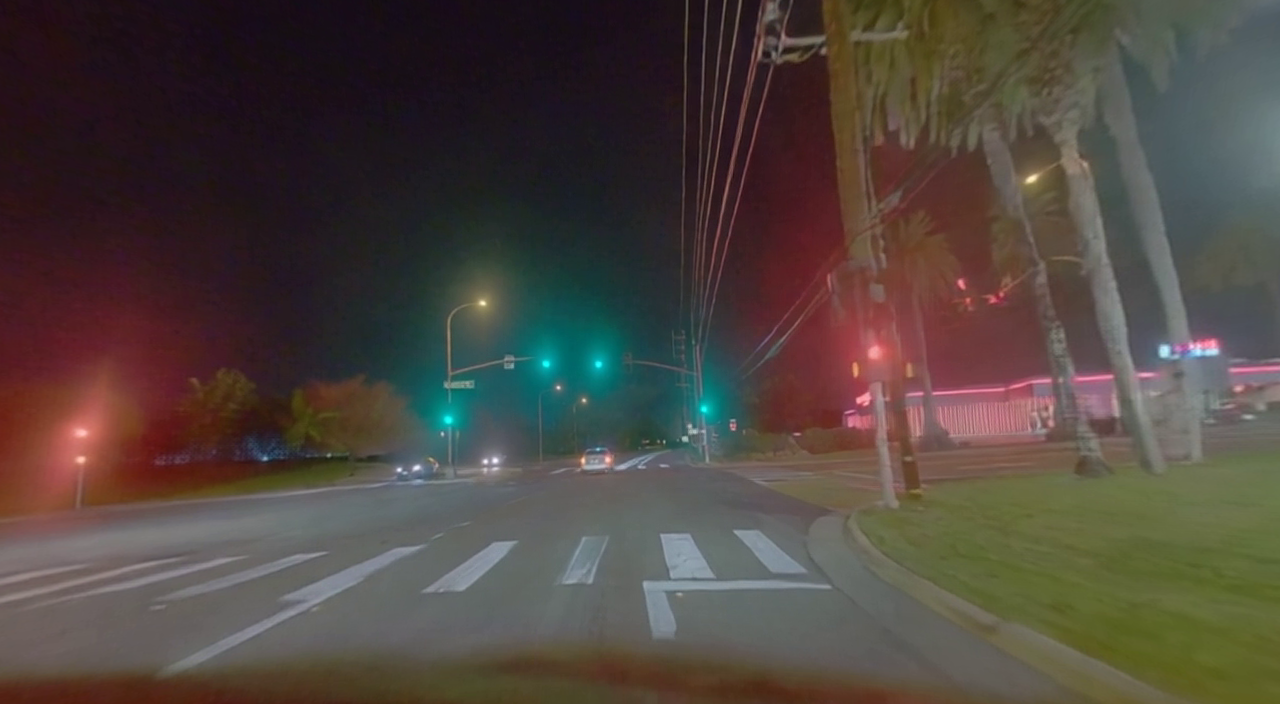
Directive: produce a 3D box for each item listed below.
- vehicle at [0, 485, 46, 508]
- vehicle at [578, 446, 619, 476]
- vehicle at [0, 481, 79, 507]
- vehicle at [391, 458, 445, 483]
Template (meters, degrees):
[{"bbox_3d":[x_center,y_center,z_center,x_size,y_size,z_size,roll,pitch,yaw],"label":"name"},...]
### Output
[{"bbox_3d":[-39.309,9.017,38.948,3.685,1.183,1.680,-5,-9,-1],"label":"vehicle"},{"bbox_3d":[-2.206,5.891,34.414,2.063,1.474,4.334,0,-9,-2],"label":"vehicle"},{"bbox_3d":[-39.744,9.355,41.802,3.522,1.412,1.580,3,-10,2],"label":"vehicle"},{"bbox_3d":[-14.586,7.811,41.802,1.997,1.480,4.715,0,-9,-1],"label":"vehicle"}]
